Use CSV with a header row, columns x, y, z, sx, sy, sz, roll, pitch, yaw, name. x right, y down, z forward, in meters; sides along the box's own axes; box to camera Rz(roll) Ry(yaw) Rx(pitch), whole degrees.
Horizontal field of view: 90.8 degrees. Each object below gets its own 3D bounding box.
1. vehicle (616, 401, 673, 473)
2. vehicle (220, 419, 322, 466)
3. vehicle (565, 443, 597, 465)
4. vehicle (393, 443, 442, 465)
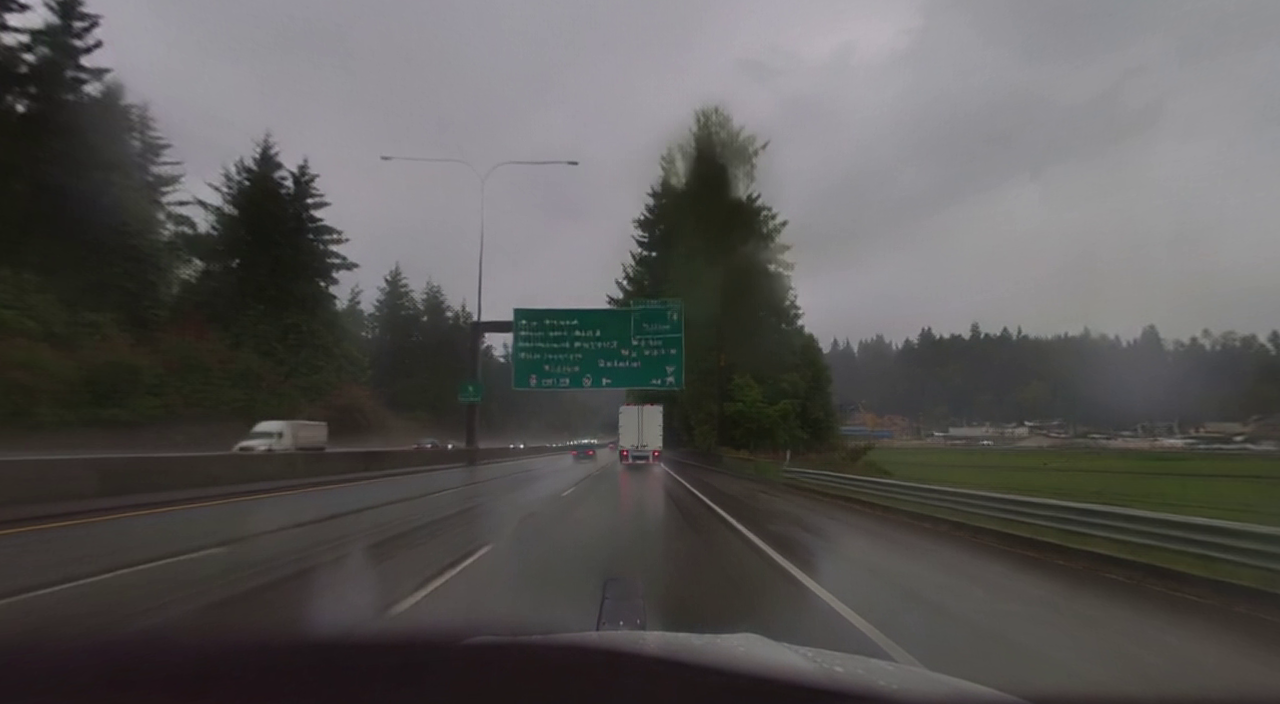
x,y,z,sx,sy,sz,roll,pitch,yaw,name
0.081,5.458,39.410,2.976,3.800,12.335,0,-9,-1,vehicle
-23.082,5.783,39.961,2.236,2.690,6.941,0,-9,0,vehicle
-4.368,7.653,47.178,1.964,1.556,4.071,0,-9,0,vehicle
-16.056,7.394,45.747,1.897,1.464,4.483,0,-9,1,vehicle
